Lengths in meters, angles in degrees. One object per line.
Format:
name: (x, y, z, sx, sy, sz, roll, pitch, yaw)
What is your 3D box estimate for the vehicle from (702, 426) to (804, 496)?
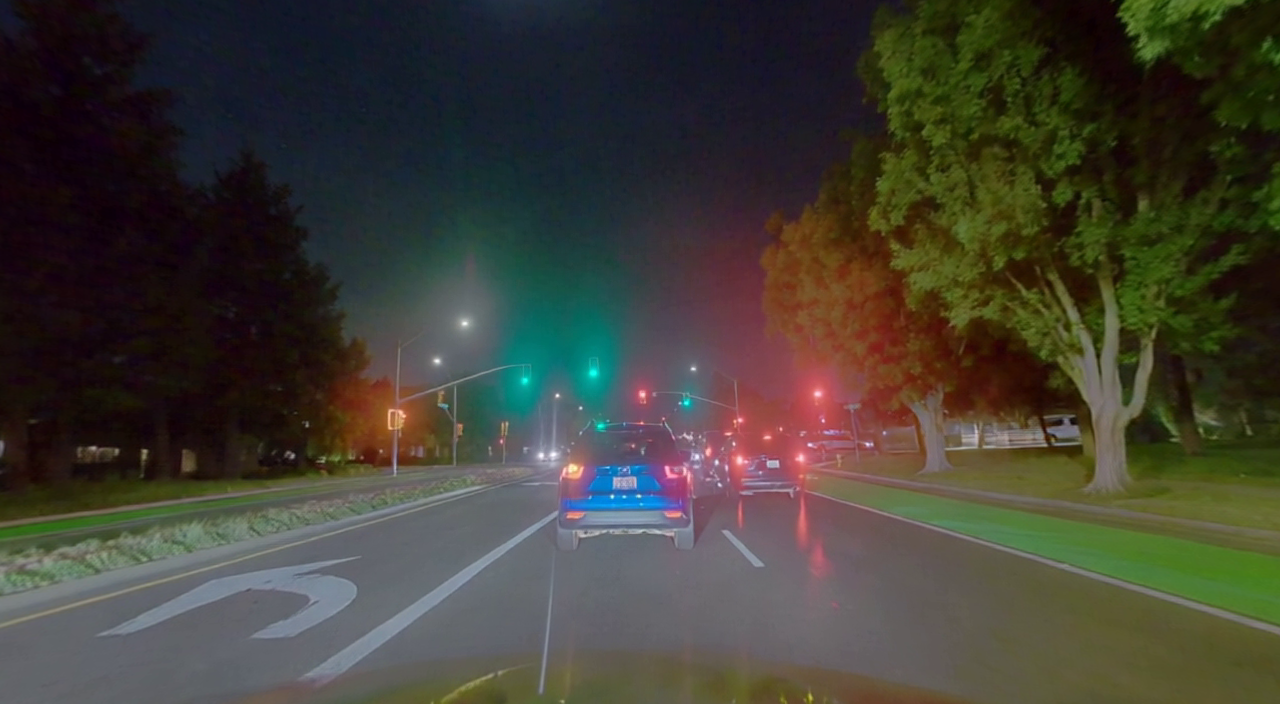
vehicle: (3.169, 3.197, 18.780, 2.189, 1.815, 4.495, 0, -8, 0)

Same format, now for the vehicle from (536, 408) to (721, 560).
vehicle: (-0.117, 1.805, 9.270, 2.109, 1.730, 3.963, 0, -8, 0)
